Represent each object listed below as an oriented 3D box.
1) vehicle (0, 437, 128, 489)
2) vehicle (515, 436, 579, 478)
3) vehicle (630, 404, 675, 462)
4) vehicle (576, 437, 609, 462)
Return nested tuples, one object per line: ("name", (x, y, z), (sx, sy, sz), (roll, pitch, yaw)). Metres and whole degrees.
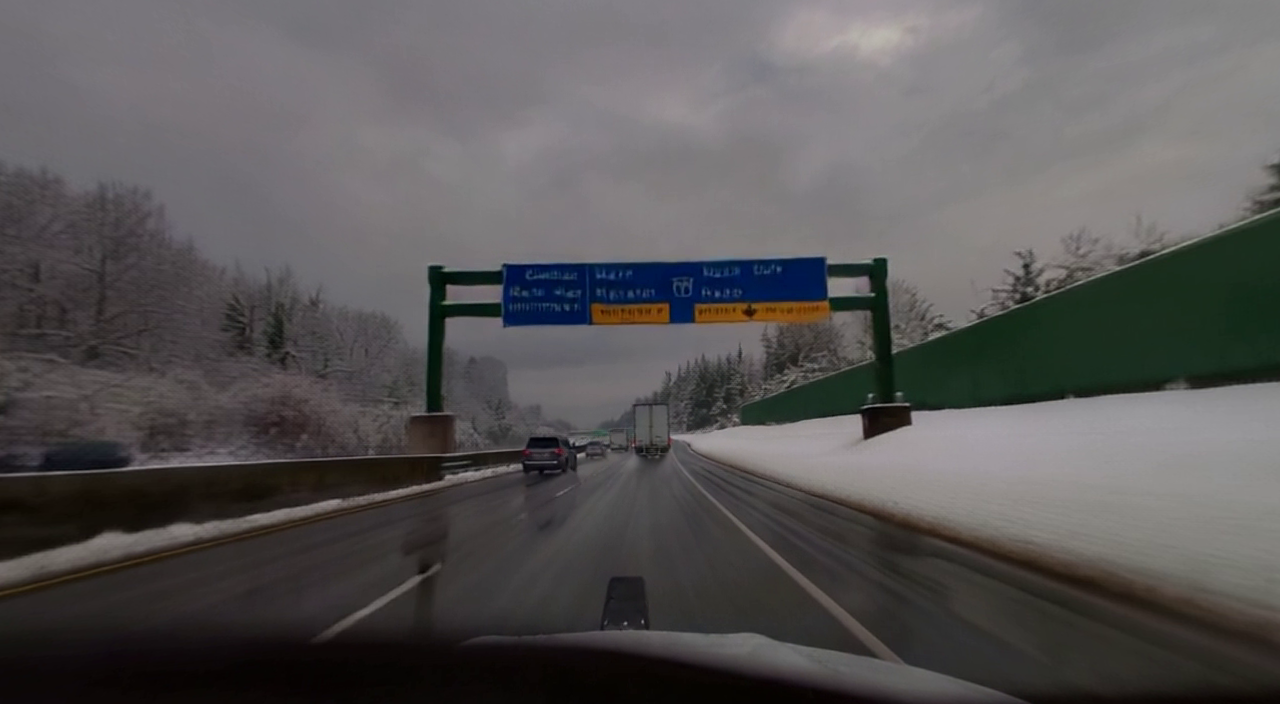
("vehicle", (-26.889, 4.991, 28.785), (2.223, 2.138, 5.557), (0, -8, -1))
("vehicle", (-3.630, 4.164, 25.284), (1.927, 1.556, 3.921), (0, -8, 1))
("vehicle", (0.887, 5.960, 45.809), (2.933, 3.701, 10.425), (0, -8, 1))
("vehicle", (-3.209, 6.728, 43.547), (1.962, 1.575, 4.158), (0, -8, 0))
